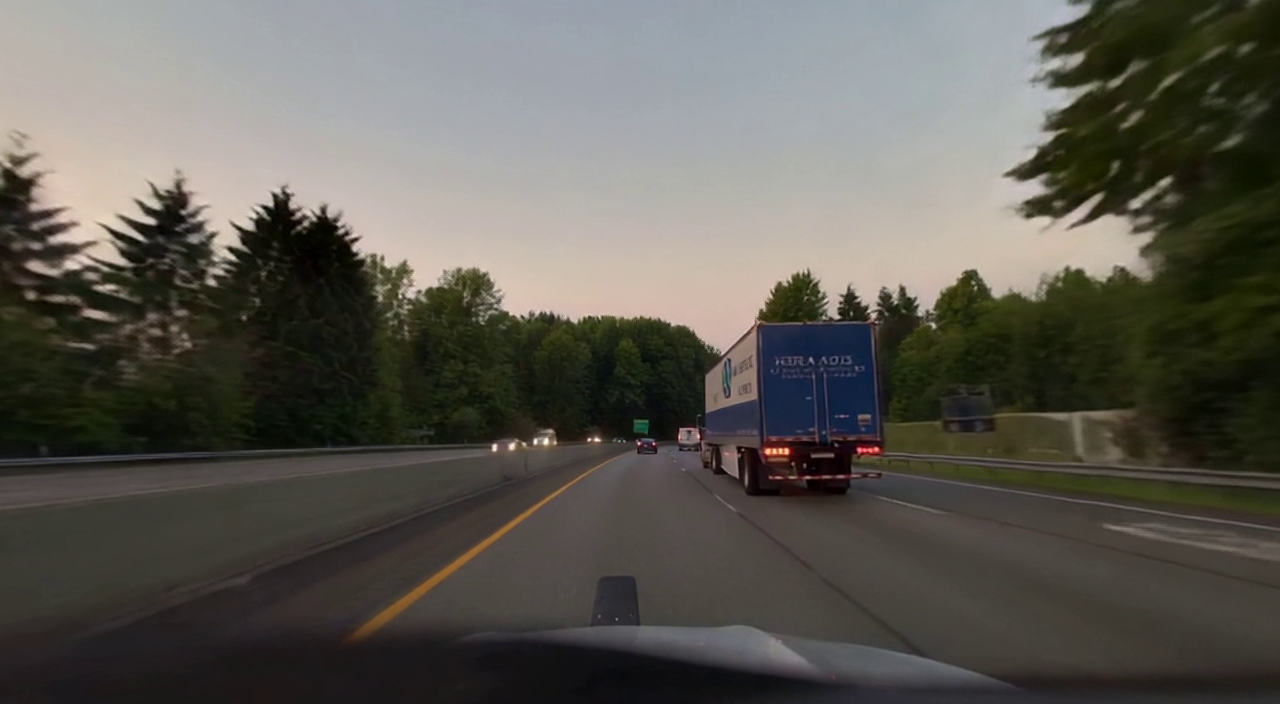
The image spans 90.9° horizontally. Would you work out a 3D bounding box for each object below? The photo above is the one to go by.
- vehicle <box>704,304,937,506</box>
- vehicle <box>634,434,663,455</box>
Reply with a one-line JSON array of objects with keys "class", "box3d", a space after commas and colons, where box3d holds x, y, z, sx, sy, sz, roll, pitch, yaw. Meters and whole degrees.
[{"class": "vehicle", "box3d": [4.314, 1.934, 19.634, 3.171, 4.072, 13.784, 0, -7, 0]}, {"class": "vehicle", "box3d": [0.636, 7.251, 49.602, 2.209, 1.499, 4.144, 0, -7, 0]}]
